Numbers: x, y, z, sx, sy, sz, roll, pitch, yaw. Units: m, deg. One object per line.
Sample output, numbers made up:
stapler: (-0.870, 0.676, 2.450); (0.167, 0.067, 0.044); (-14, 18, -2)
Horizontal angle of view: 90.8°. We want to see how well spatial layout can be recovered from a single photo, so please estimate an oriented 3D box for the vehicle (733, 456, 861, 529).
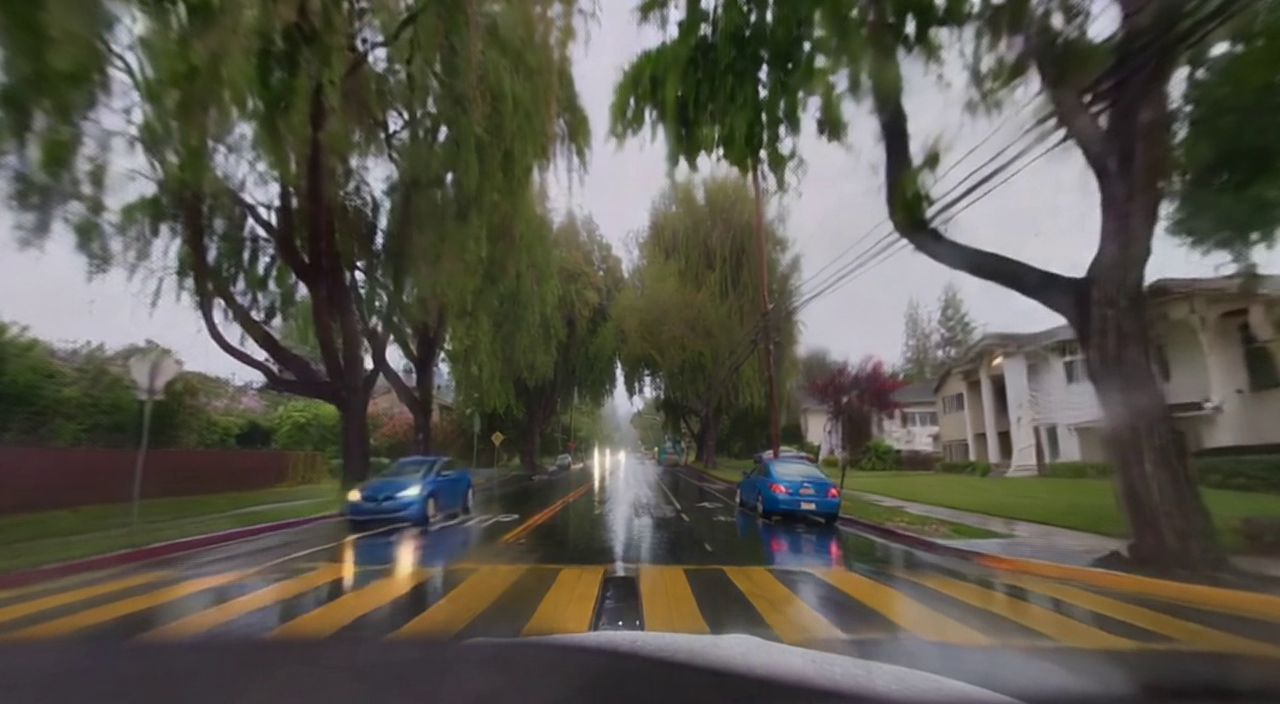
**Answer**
vehicle: (3.710, 3.392, 15.859); (1.961, 1.472, 4.434); (0, -8, -2)
